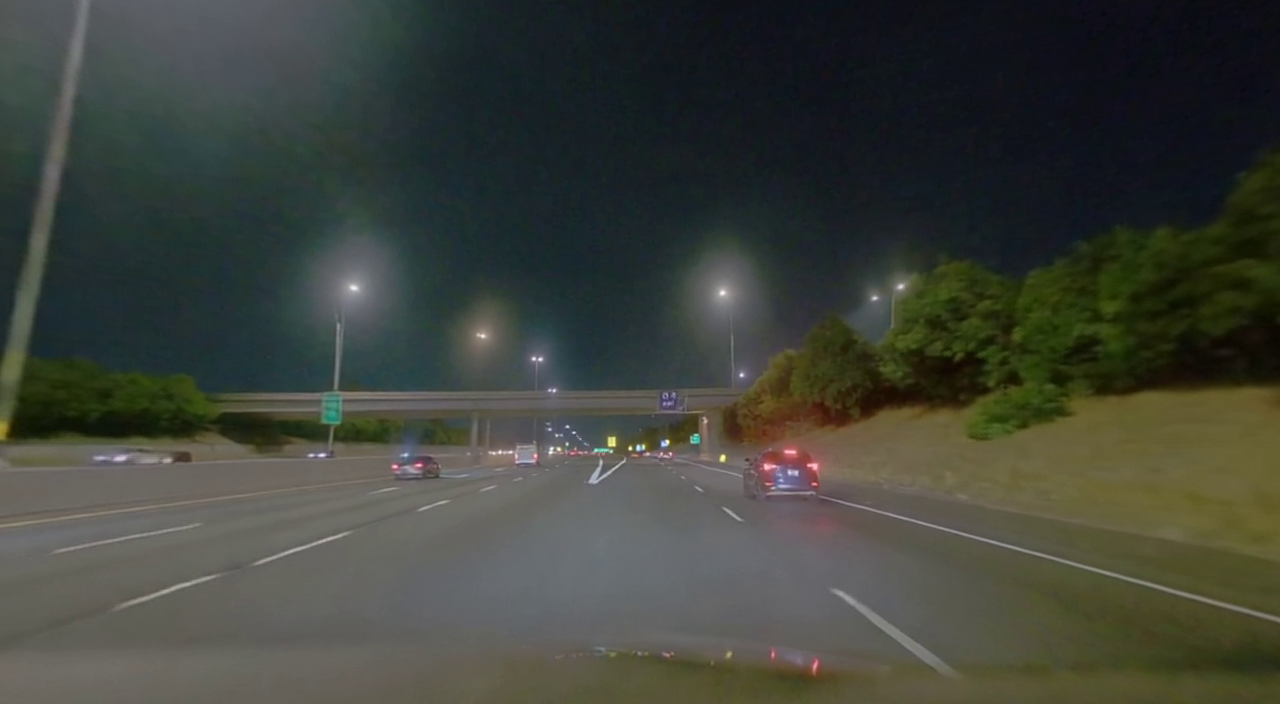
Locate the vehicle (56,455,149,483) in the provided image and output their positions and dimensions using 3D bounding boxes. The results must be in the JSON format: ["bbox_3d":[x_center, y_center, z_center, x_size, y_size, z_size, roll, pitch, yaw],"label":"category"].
[{"bbox_3d":[-31.523,6.845,37.128,1.796,1.492,4.319,1,-9,-3],"label":"vehicle"}]

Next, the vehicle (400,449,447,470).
[{"bbox_3d":[-15.963,7.934,46.657,1.919,1.497,4.765,0,-9,-2],"label":"vehicle"}]

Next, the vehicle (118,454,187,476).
[{"bbox_3d":[-36.373,8.443,47.141,1.770,1.500,4.347,0,-9,-2],"label":"vehicle"}]

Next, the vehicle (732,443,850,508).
[{"bbox_3d":[3.905,3.272,17.183,2.079,1.535,4.316,0,-9,-1],"label":"vehicle"}]

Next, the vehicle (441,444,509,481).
[{"bbox_3d":[-7.619,5.144,29.582,2.072,1.545,4.687,0,-9,-2],"label":"vehicle"}]
